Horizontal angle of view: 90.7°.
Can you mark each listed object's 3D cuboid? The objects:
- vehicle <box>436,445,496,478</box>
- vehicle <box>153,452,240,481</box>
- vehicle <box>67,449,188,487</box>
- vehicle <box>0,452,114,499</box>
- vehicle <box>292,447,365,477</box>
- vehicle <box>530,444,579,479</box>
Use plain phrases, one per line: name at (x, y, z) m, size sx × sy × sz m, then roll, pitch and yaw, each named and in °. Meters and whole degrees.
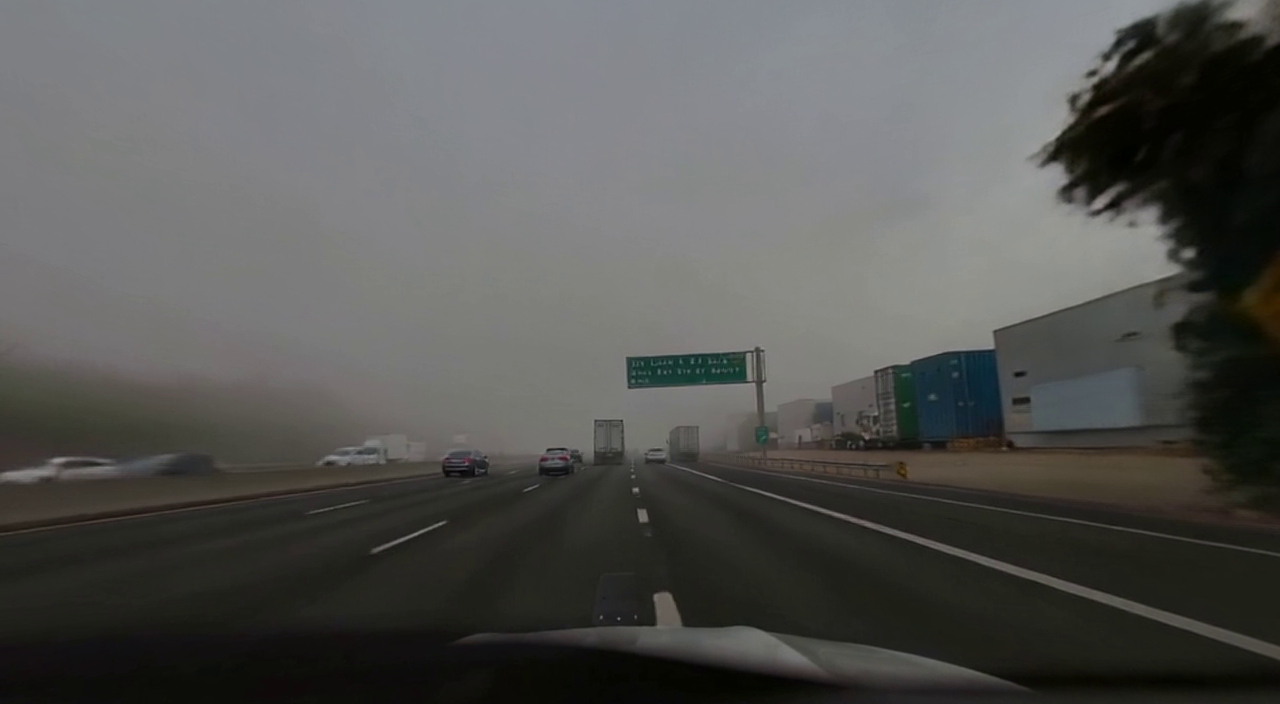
vehicle at (-9.672, 6.112, 35.586) m, size 2.129 × 1.717 × 4.593 m, roll 0°, pitch -9°, yaw -1°
vehicle at (-25.445, 6.550, 36.490) m, size 2.089 × 1.529 × 4.075 m, roll 0°, pitch -9°, yaw -1°
vehicle at (-25.353, 5.728, 31.590) m, size 1.941 × 1.702 × 4.949 m, roll 0°, pitch -9°, yaw -2°
vehicle at (-21.613, 4.344, 22.676) m, size 1.867 × 1.493 × 4.311 m, roll 0°, pitch -9°, yaw -1°
vehicle at (-18.390, 6.511, 37.643) m, size 2.030 × 1.629 × 4.673 m, roll 0°, pitch -9°, yaw -1°
vehicle at (-4.293, 5.557, 32.357) m, size 2.132 × 1.679 × 4.045 m, roll 0°, pitch -9°, yaw -3°
